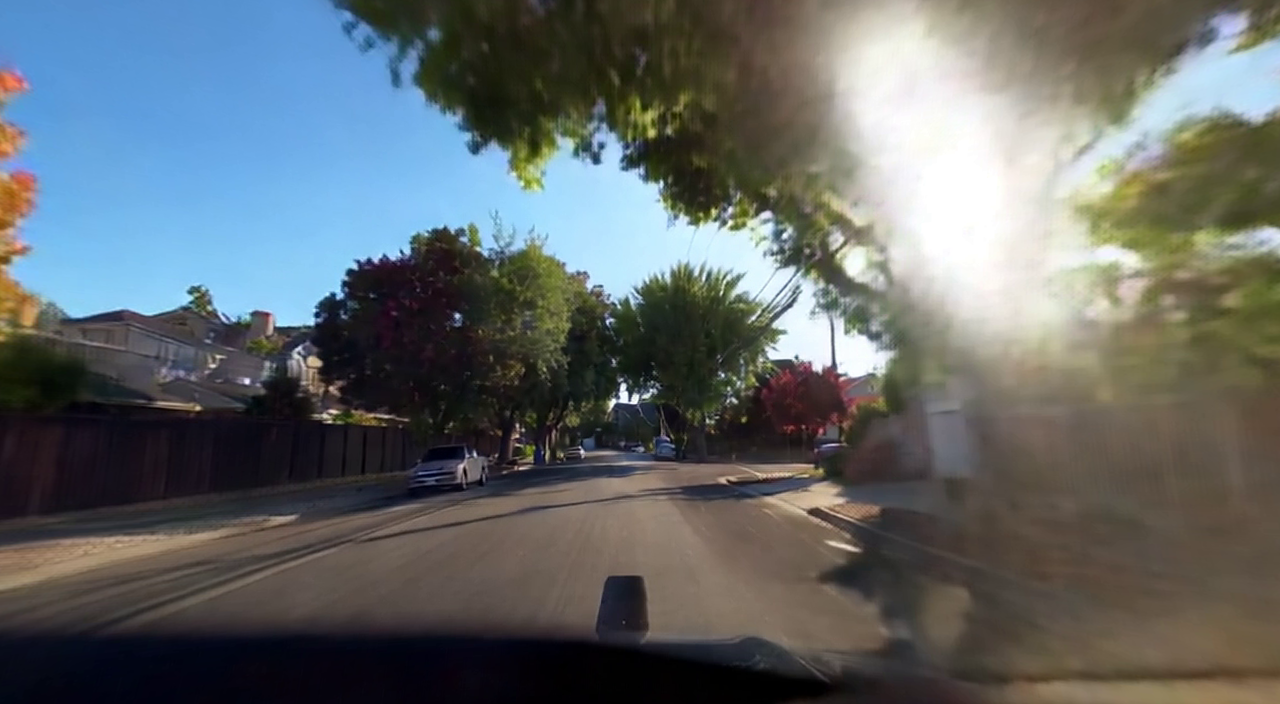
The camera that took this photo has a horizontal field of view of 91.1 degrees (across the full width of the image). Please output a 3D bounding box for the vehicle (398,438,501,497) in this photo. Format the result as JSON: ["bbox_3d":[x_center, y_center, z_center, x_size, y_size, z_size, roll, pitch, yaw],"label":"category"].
[{"bbox_3d":[-6.103,3.728,20.703,1.998,1.742,4.210,0,-9,1],"label":"vehicle"}]

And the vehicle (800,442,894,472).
[{"bbox_3d":[12.171,6.172,37.058,4.708,1.527,2.113,0,-8,-10],"label":"vehicle"}]
